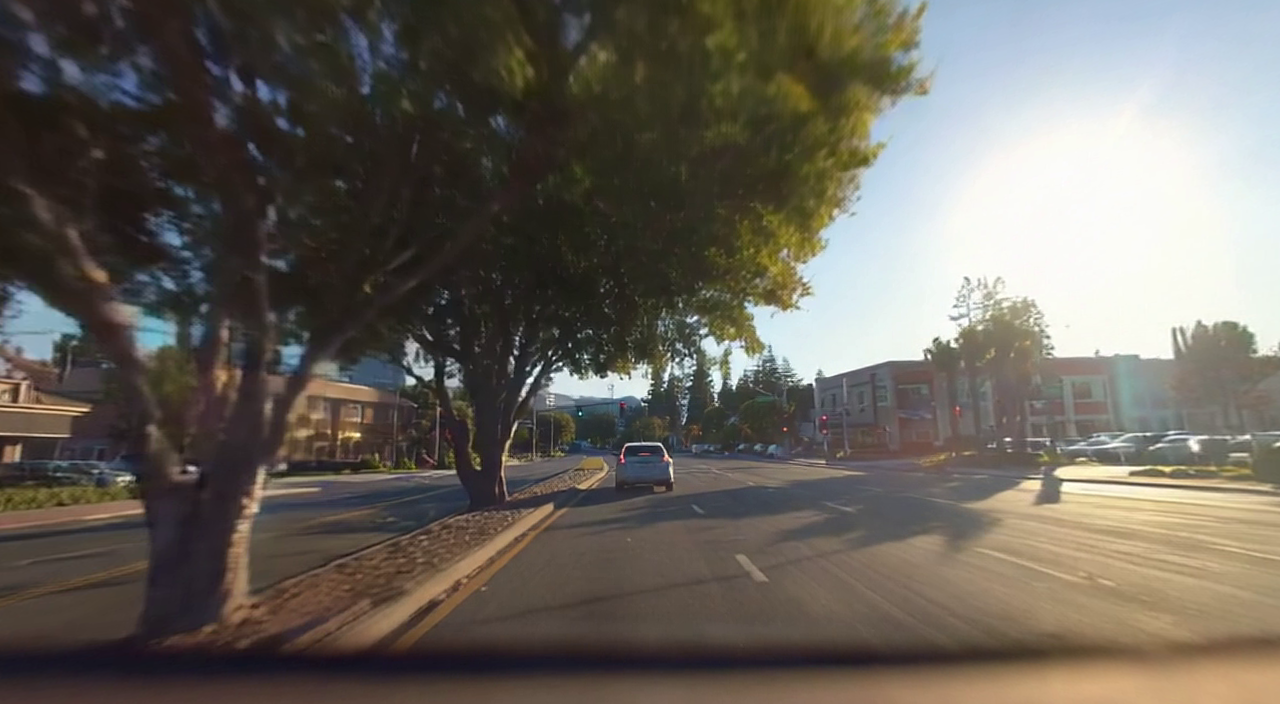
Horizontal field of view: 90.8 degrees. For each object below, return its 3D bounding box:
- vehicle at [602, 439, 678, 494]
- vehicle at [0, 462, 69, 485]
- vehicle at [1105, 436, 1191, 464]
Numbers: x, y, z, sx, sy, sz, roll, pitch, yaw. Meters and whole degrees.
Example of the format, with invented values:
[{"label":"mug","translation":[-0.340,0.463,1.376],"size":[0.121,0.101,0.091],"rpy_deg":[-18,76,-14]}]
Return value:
[{"label":"vehicle","translation":[-0.026,3.438,19.350],"size":[2.064,1.477,3.968],"rpy_deg":[0,-9,-1]},{"label":"vehicle","translation":[-46.981,9.247,48.272],"size":[1.847,1.534,5.021],"rpy_deg":[0,-9,1]},{"label":"vehicle","translation":[31.902,6.168,39.824],"size":[1.873,1.588,4.133],"rpy_deg":[-2,-8,-1]}]
